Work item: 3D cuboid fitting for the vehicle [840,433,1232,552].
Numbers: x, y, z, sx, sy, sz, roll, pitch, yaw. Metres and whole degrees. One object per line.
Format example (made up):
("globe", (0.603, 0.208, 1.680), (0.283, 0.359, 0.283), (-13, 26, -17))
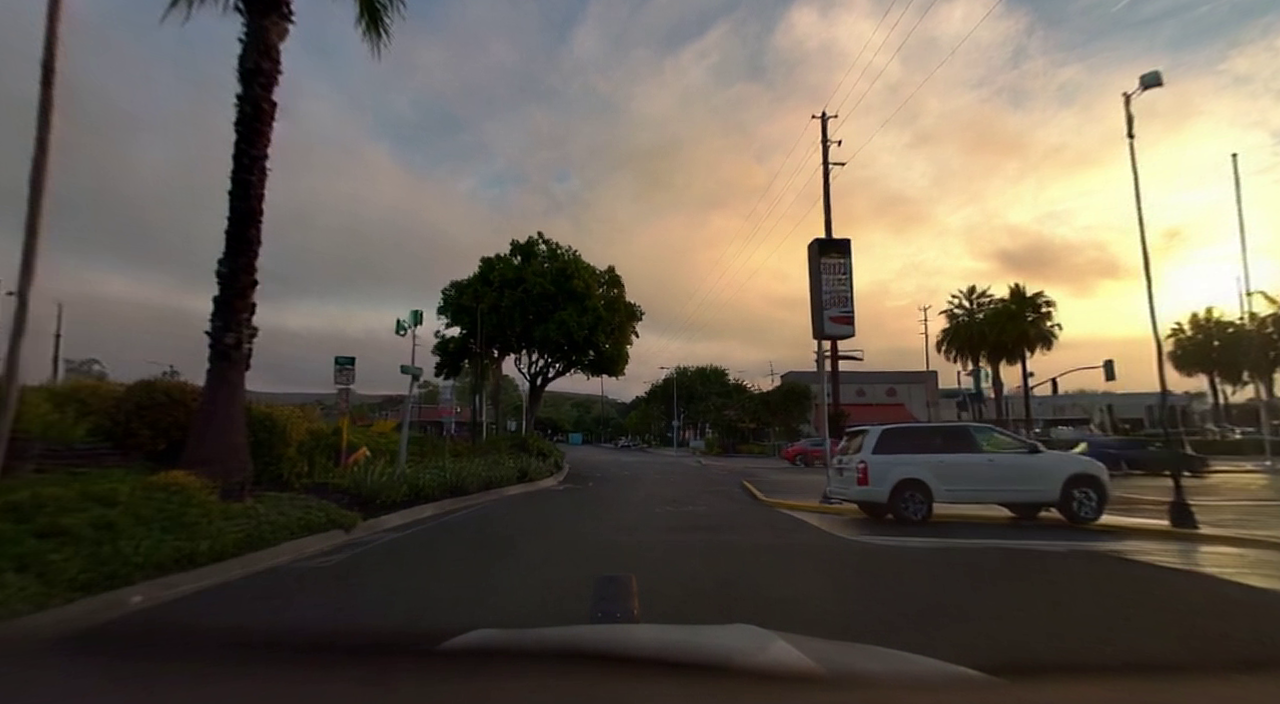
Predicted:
("vehicle", (5.776, 2.023, 9.621), (4.742, 1.506, 1.919), (0, -8, -5))
